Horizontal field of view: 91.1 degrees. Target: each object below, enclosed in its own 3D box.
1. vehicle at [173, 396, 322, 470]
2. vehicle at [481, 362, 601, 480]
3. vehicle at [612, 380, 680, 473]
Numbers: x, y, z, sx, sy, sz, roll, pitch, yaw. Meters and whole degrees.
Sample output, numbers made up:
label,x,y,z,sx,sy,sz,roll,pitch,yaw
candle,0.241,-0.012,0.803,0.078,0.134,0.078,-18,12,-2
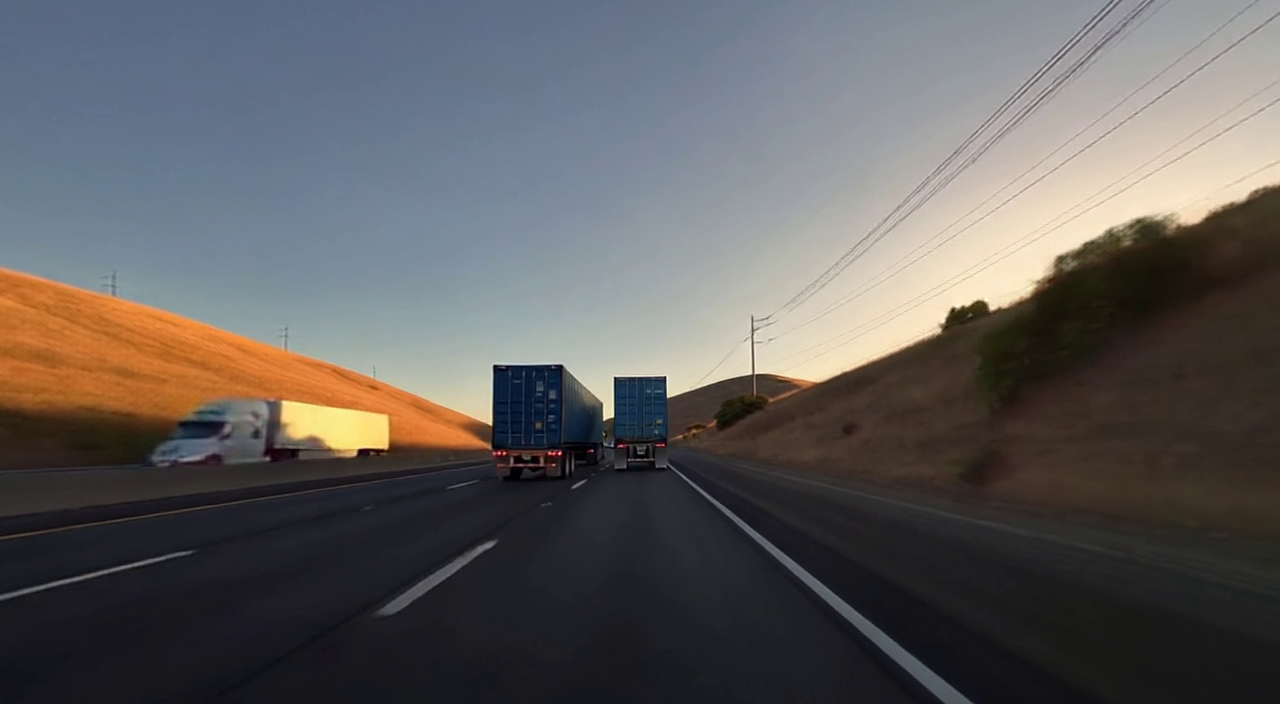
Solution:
label,x,y,z,sx,sy,sz,roll,pitch,yaw
vehicle,-21.734,4.640,35.542,3.000,3.656,8.290,0,-8,0
vehicle,-3.872,3.361,28.698,3.065,4.105,13.706,0,-8,1
vehicle,0.166,4.145,33.913,3.006,4.120,11.586,0,-8,-1
